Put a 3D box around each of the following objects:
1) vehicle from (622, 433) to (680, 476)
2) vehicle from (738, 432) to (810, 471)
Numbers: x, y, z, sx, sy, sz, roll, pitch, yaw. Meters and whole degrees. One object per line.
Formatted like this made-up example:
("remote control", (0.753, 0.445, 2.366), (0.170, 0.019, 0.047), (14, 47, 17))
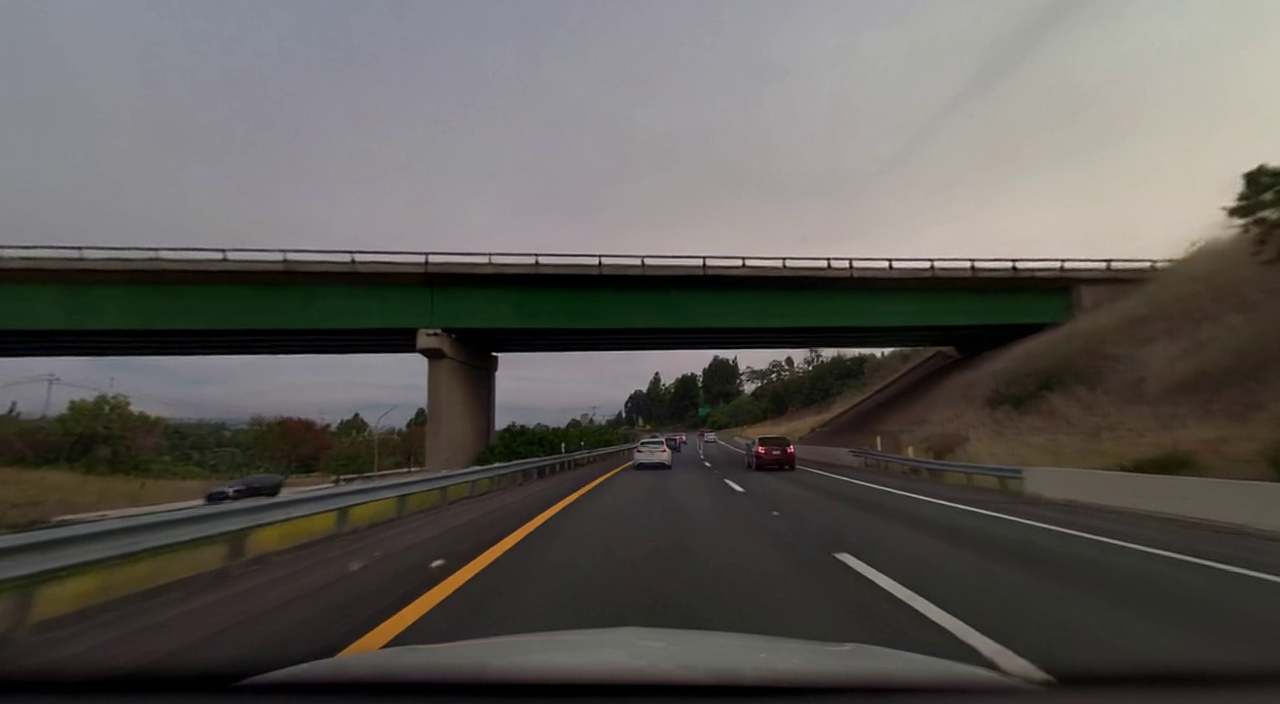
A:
("vehicle", (0.479, 3.815, 23.695), (1.993, 1.461, 3.812), (-1, -8, 3))
("vehicle", (5.496, 4.150, 26.488), (2.163, 1.489, 4.470), (0, -8, 2))
